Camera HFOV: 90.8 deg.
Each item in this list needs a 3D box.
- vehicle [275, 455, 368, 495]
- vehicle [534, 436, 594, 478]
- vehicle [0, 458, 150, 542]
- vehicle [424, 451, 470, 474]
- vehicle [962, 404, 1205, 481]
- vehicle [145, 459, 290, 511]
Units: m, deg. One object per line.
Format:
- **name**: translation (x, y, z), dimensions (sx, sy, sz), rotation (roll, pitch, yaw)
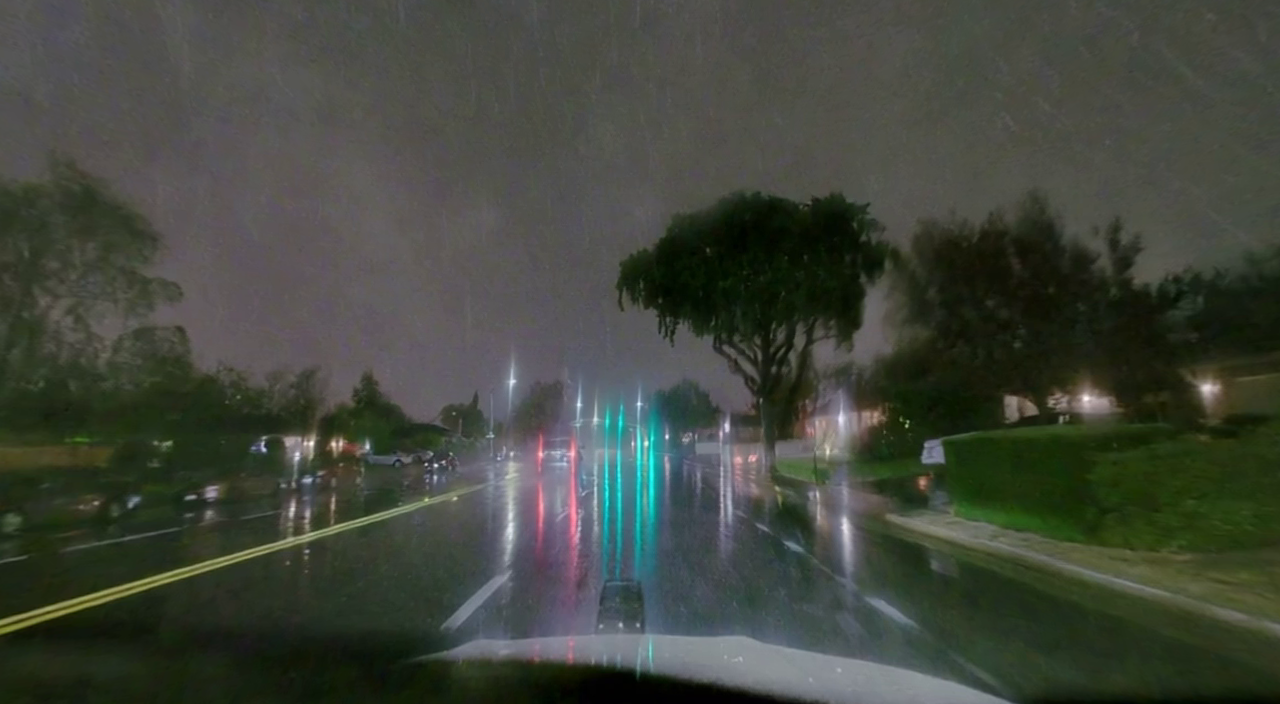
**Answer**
- **vehicle**: translation (-13.827, 5.332, 27.719), dimensions (1.884, 1.509, 4.110), rotation (0, -8, 1)
- **vehicle**: translation (-3.279, 4.626, 28.098), dimensions (2.135, 1.731, 4.232), rotation (0, -8, 0)
- **vehicle**: translation (-14.010, 3.300, 14.234), dimensions (1.997, 1.663, 5.013), rotation (-3, -9, -1)
- **vehicle**: translation (-13.963, 8.012, 45.976), dimensions (1.900, 1.494, 4.730), rotation (0, -8, 0)
- **vehicle**: translation (10.954, 2.270, 15.894), dimensions (4.471, 1.780, 2.190), rotation (0, -8, -3)
- **vehicle**: translation (-14.070, 4.413, 21.435), dimensions (1.856, 1.477, 4.574), rotation (-3, -10, -1)
